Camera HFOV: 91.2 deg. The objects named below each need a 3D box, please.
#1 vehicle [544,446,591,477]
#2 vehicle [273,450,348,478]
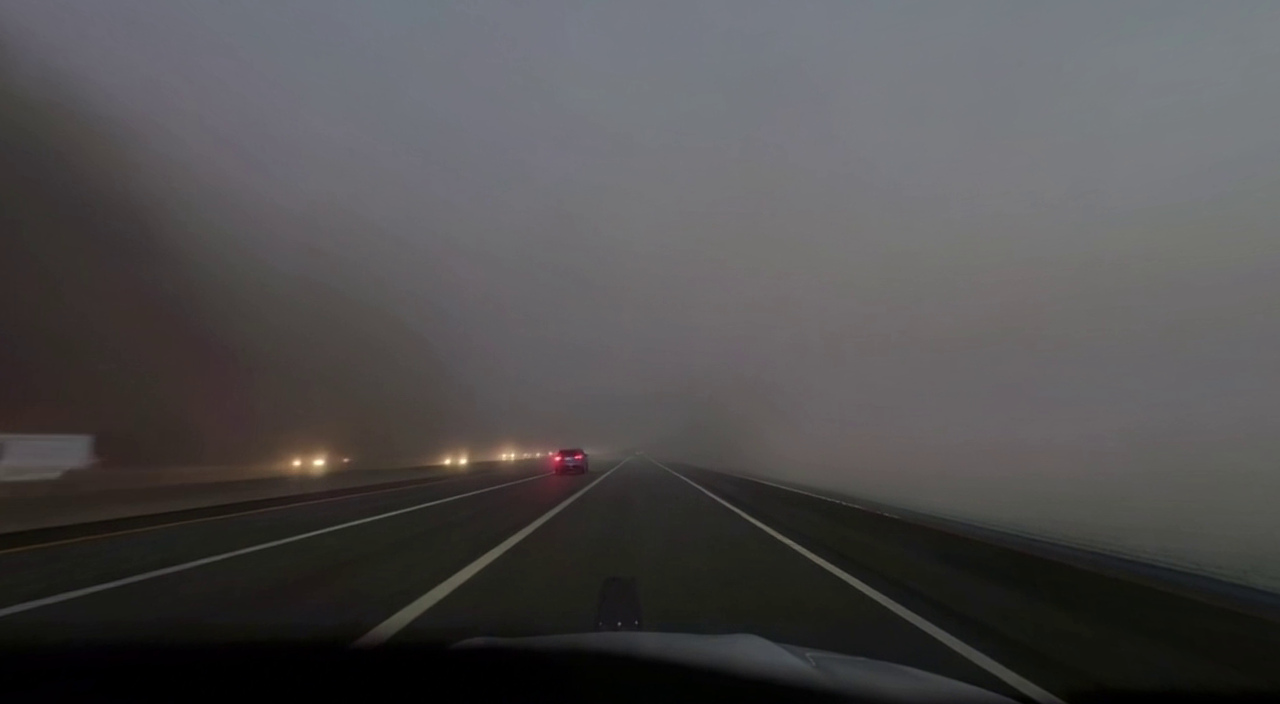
[{"bbox_3d":[-3.704,5.670,32.713,1.933,1.497,3.973,0,-9,0],"label":"vehicle"},{"bbox_3d":[-19.447,6.596,37.257,1.977,1.541,4.395,0,-9,1],"label":"vehicle"}]
